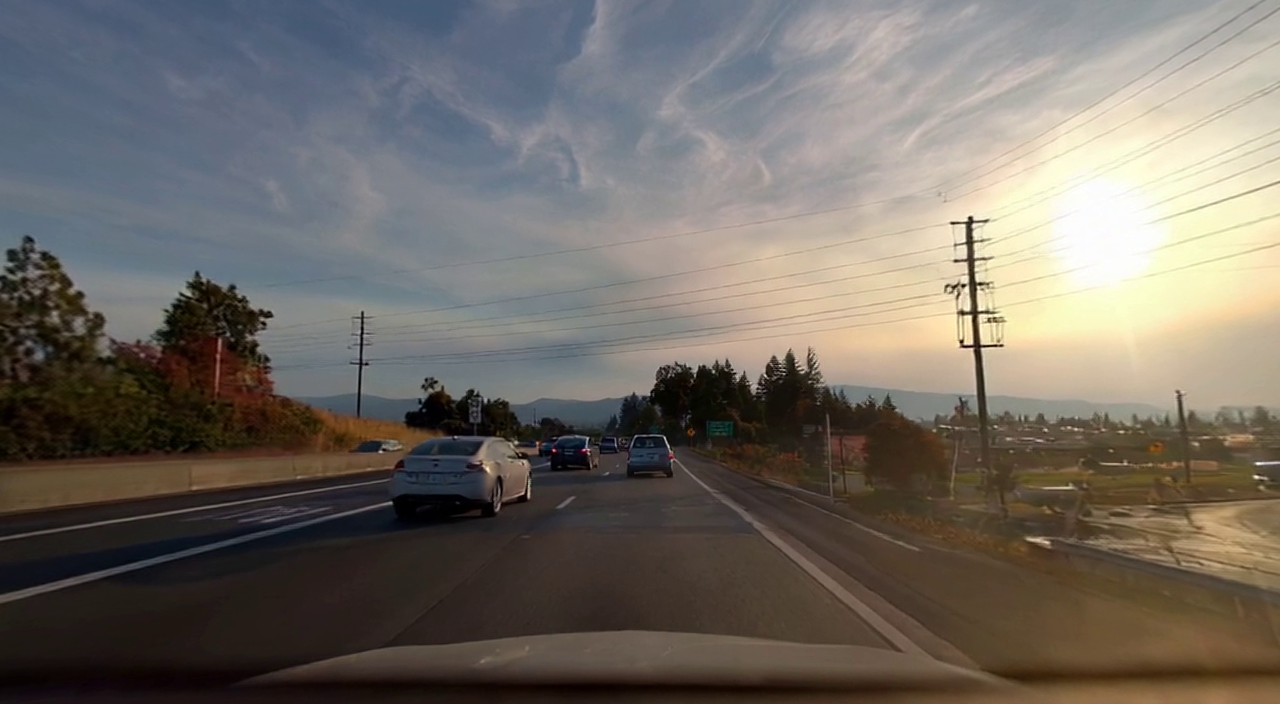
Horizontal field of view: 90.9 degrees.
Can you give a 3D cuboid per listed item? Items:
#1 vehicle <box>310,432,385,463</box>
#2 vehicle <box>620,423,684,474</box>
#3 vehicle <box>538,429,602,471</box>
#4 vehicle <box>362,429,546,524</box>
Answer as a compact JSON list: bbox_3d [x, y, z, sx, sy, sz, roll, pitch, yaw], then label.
[{"bbox_3d":[-16.365,5.384,35.593,1.923,1.636,4.542,0,-8,2],"label":"vehicle"},{"bbox_3d":[0.478,3.801,24.855,2.319,1.813,4.274,0,-8,1],"label":"vehicle"},{"bbox_3d":[-2.970,4.312,27.833,2.051,1.695,4.731,-1,-8,3],"label":"vehicle"},{"bbox_3d":[-3.259,2.286,12.166,2.092,1.464,4.466,0,-8,1],"label":"vehicle"}]
